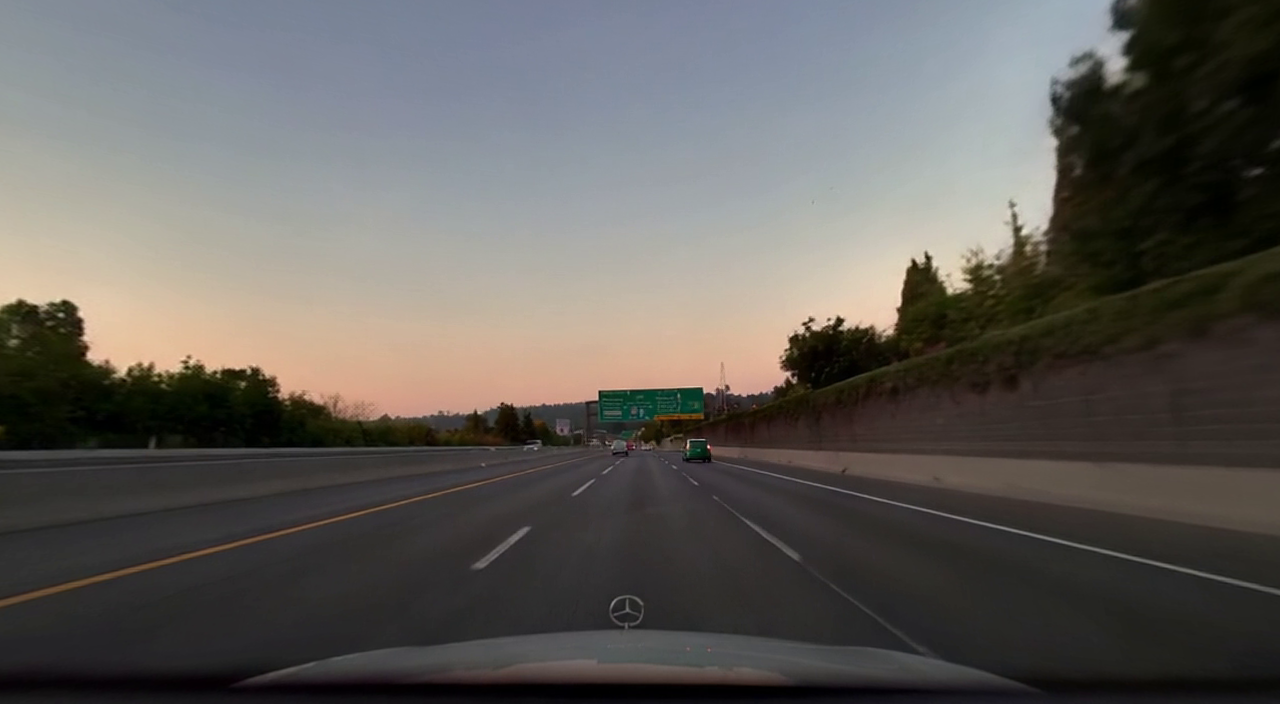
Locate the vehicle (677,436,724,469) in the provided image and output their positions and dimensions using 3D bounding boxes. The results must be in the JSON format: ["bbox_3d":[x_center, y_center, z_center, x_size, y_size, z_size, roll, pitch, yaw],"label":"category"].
[{"bbox_3d":[3.329,5.606,35.175,2.202,1.682,4.188,0,-8,0],"label":"vehicle"}]
